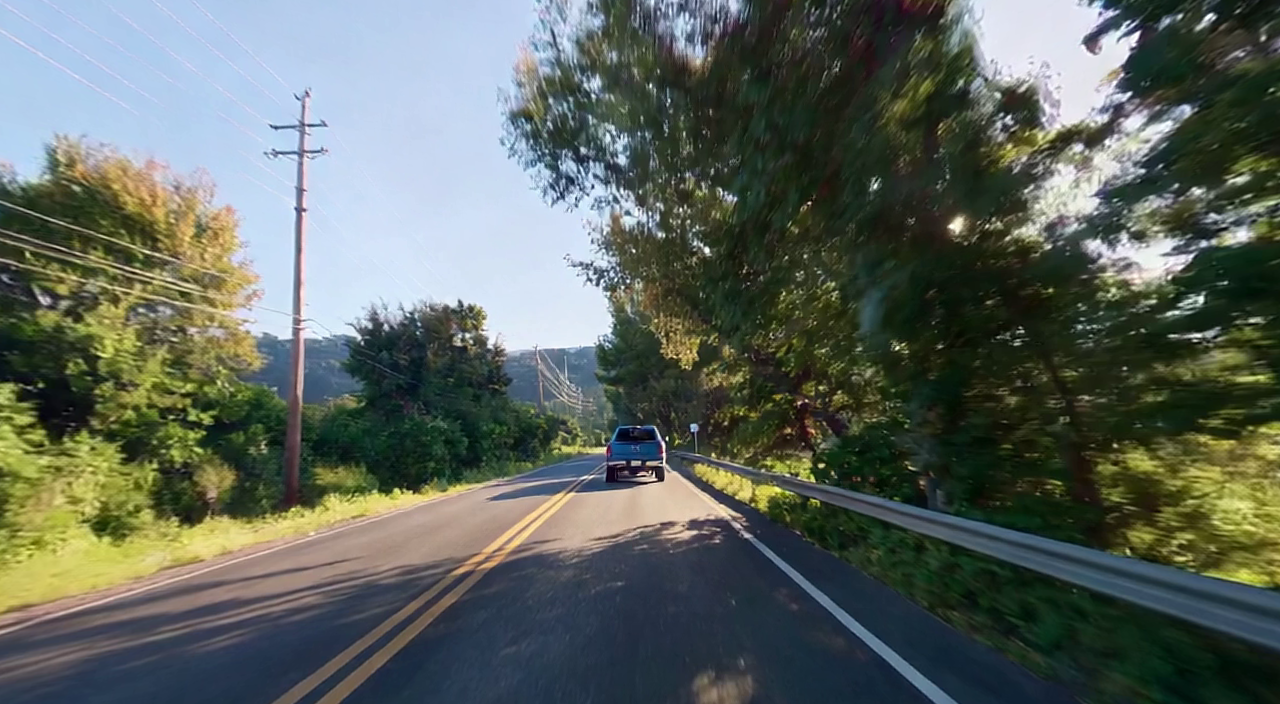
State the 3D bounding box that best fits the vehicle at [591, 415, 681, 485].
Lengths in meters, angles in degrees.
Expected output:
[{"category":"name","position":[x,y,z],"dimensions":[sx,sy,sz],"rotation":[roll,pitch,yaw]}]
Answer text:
[{"category":"vehicle","position":[-0.204,3.856,25.091],"dimensions":[3.021,2.326,7.410],"rotation":[0,-8,-1]}]
